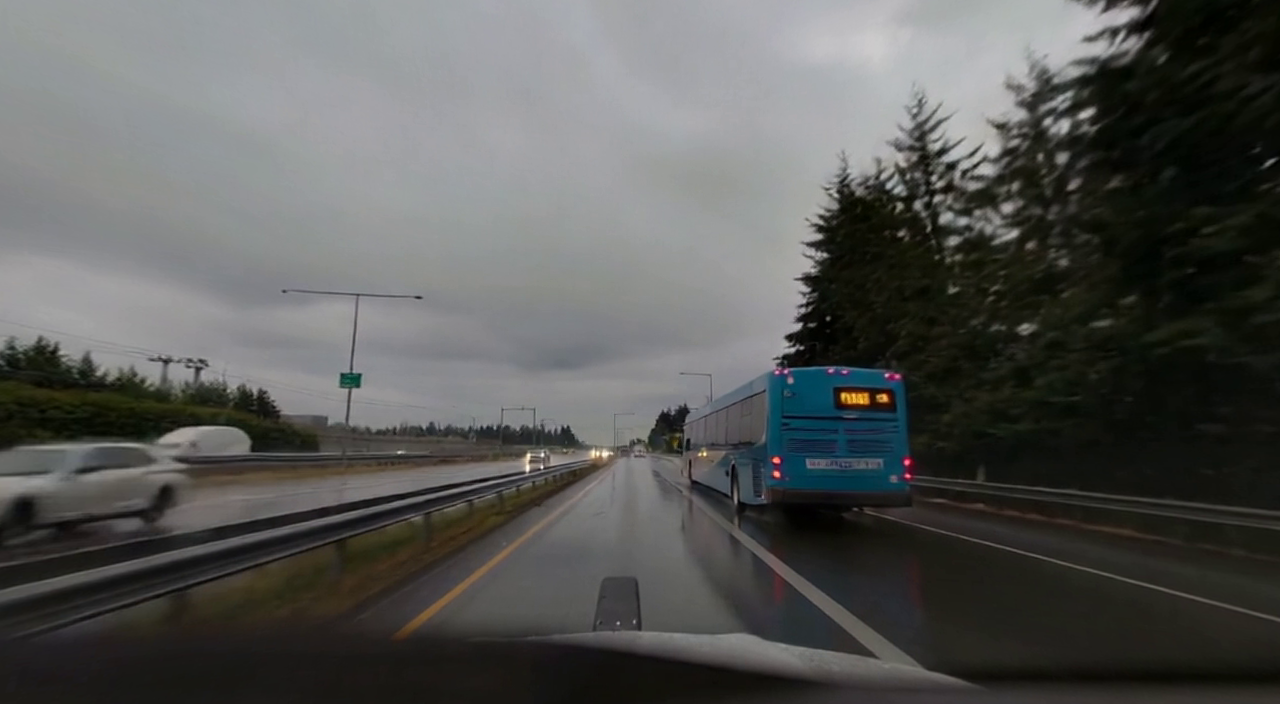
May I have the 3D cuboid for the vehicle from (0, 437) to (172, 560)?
[{"bbox_3d":[-8.890,1.912,8.417,2.100,1.499,3.954,0,-9,0],"label":"vehicle"}]

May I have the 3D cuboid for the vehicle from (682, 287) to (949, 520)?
[{"bbox_3d":[3.497,1.909,18.047,3.277,4.084,14.213,0,-9,-1],"label":"vehicle"}]
